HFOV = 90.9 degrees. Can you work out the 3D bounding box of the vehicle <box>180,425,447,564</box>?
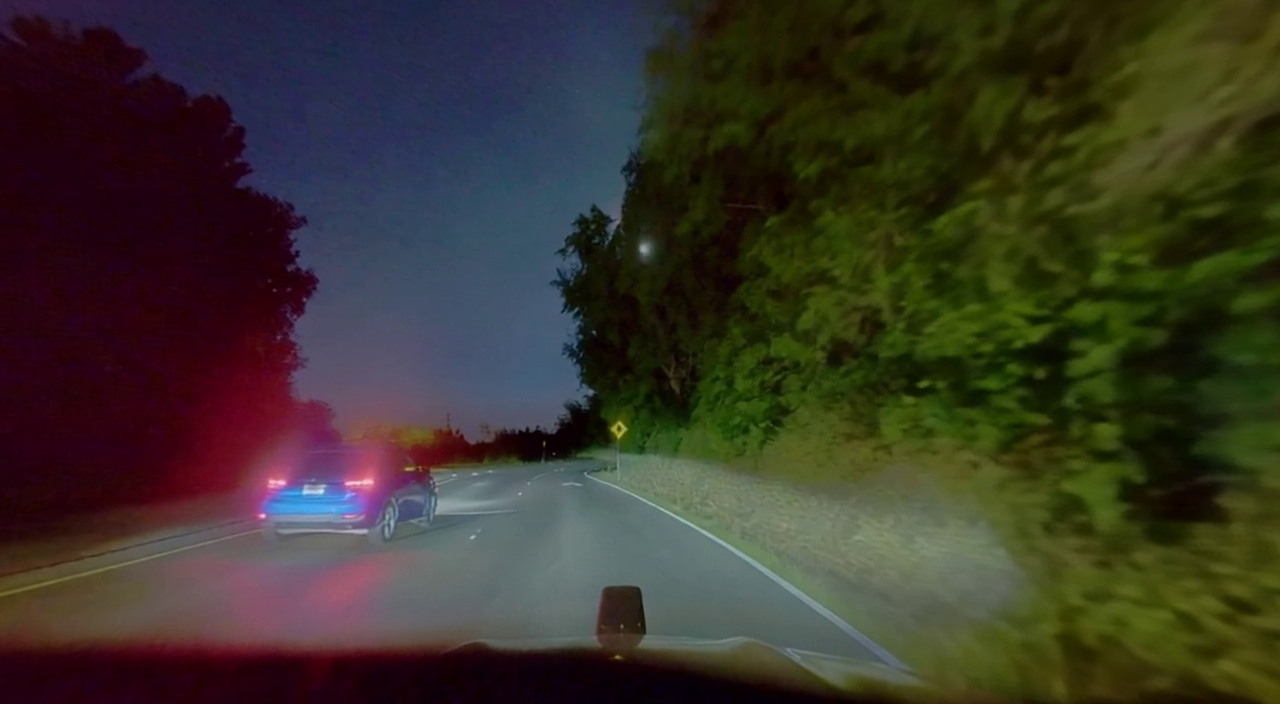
[{"bbox_3d":[-4.477,2.006,9.523,2.078,1.607,3.959,0,-9,-4],"label":"vehicle"}]
